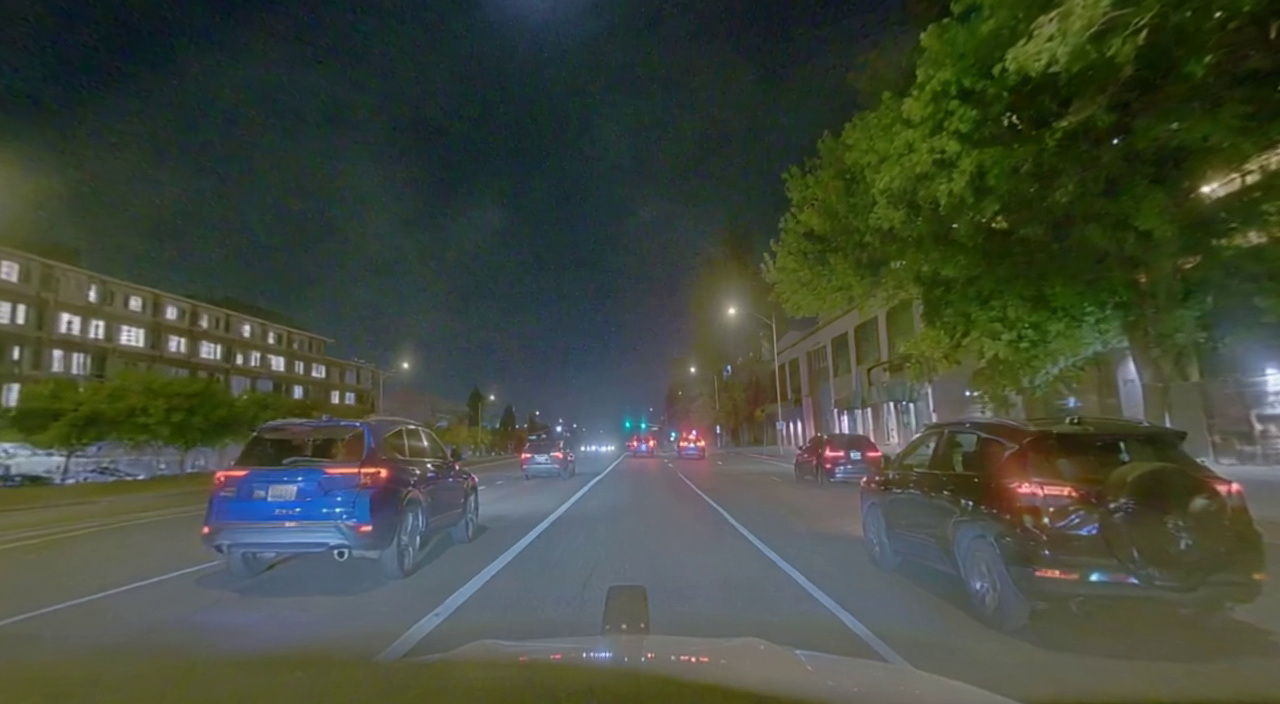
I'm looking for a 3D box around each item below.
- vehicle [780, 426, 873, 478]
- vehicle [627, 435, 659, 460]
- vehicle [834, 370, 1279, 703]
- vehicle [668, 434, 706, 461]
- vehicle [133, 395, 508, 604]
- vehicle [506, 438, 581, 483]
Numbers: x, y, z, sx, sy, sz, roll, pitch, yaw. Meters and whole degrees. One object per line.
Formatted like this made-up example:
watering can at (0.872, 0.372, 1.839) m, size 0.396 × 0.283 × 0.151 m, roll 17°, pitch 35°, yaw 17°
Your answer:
vehicle at (6.954, 3.804, 24.067) m, size 2.076 × 1.793 × 4.464 m, roll 0°, pitch -9°, yaw -1°
vehicle at (0.203, 7.247, 47.660) m, size 2.304 × 1.795 × 4.526 m, roll 0°, pitch -9°, yaw -1°
vehicle at (3.384, 1.257, 5.411) m, size 2.088 × 1.666 × 4.512 m, roll 0°, pitch -9°, yaw 2°
vehicle at (3.192, 6.682, 44.071) m, size 2.178 × 1.804 × 4.766 m, roll 0°, pitch -9°, yaw -1°
vehicle at (-3.120, 1.561, 7.503) m, size 2.141 × 1.719 × 4.379 m, roll 0°, pitch -9°, yaw 0°
vehicle at (-3.381, 3.901, 22.933) m, size 2.036 × 1.465 × 4.301 m, roll 0°, pitch -9°, yaw 1°
